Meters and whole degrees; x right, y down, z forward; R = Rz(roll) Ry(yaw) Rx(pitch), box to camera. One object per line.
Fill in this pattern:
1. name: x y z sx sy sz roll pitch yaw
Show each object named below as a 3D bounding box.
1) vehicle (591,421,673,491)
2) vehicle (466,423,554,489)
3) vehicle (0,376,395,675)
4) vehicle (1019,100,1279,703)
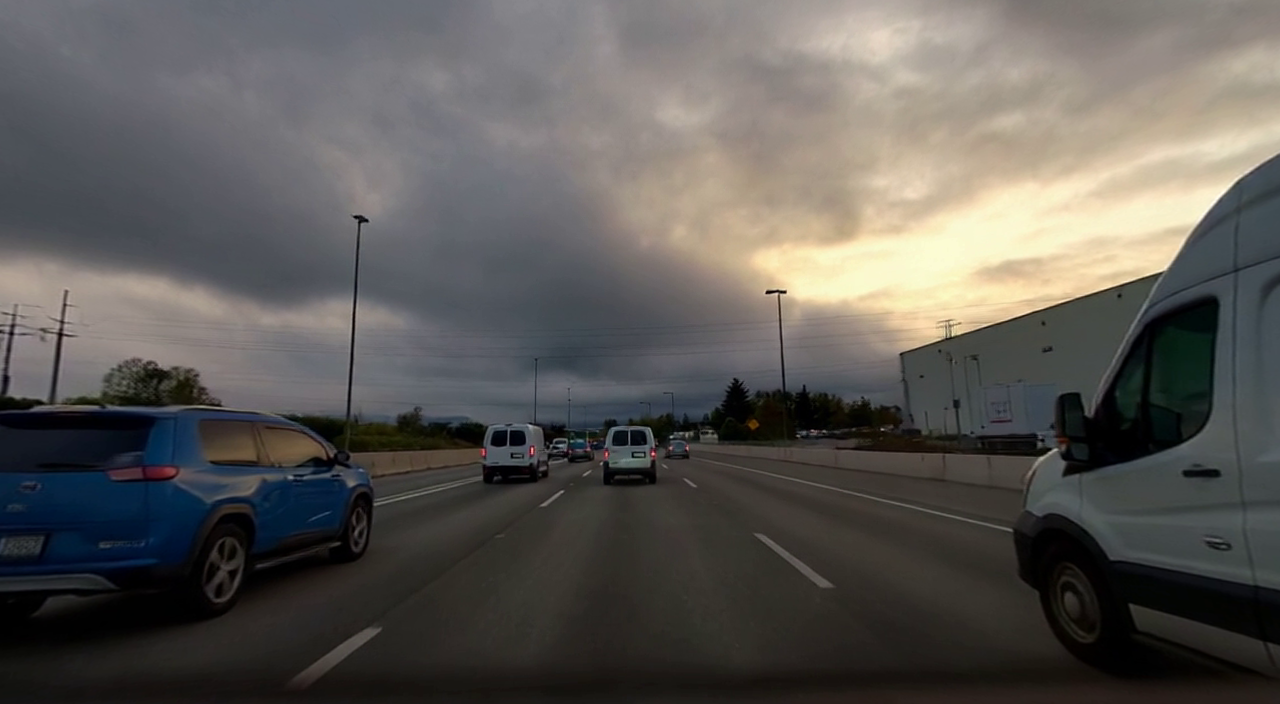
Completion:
1. vehicle: -0.275 3.211 19.859 2.304 1.925 4.282 0 -8 -1
2. vehicle: -4.169 3.400 20.953 2.038 1.936 4.300 -1 -8 0
3. vehicle: -4.110 1.302 5.837 1.972 1.703 4.333 0 -8 -1
4. vehicle: 3.956 0.083 1.454 2.427 2.652 5.769 0 -8 -1
